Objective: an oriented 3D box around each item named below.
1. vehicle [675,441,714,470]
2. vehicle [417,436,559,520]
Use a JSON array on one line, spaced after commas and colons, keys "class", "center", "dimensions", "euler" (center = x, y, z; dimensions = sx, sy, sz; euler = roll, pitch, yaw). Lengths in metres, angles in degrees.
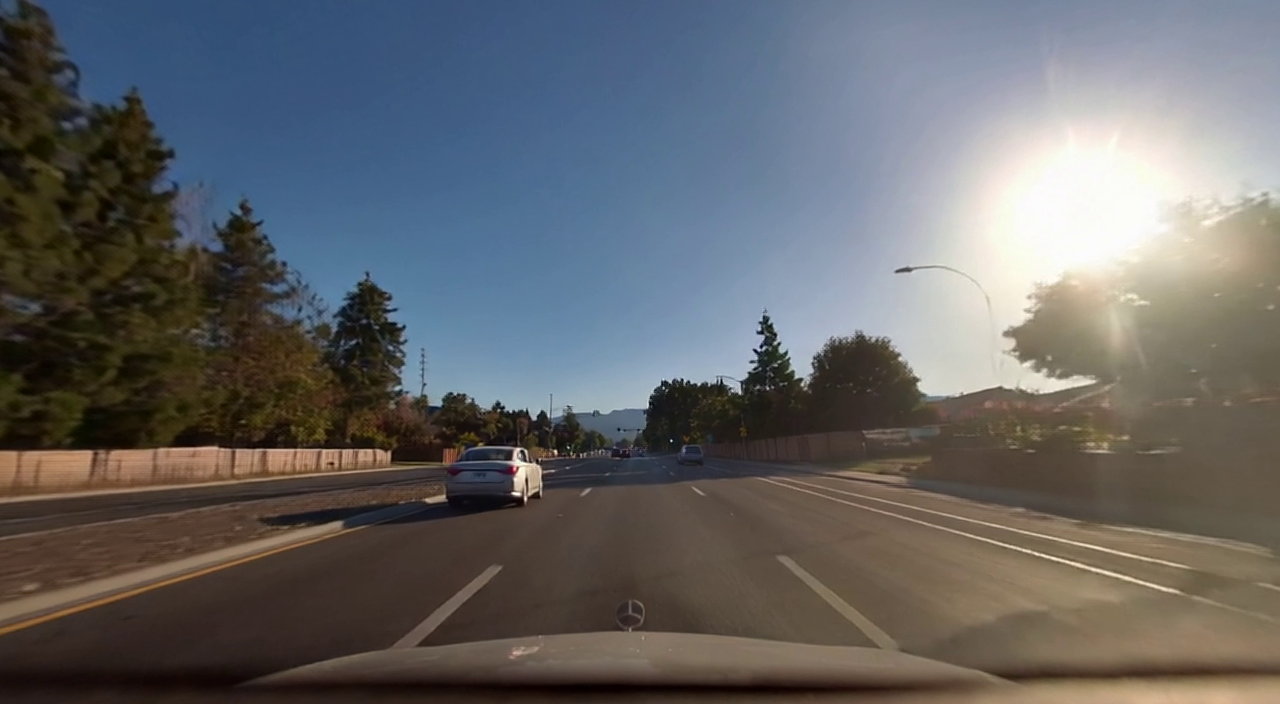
[{"class": "vehicle", "center": [3.574, 6.874, 41.877], "dimensions": [2.114, 1.780, 4.445], "euler": [0, -9, -1]}, {"class": "vehicle", "center": [-3.078, 2.653, 13.795], "dimensions": [1.966, 1.524, 4.410], "euler": [0, -9, 0]}]
